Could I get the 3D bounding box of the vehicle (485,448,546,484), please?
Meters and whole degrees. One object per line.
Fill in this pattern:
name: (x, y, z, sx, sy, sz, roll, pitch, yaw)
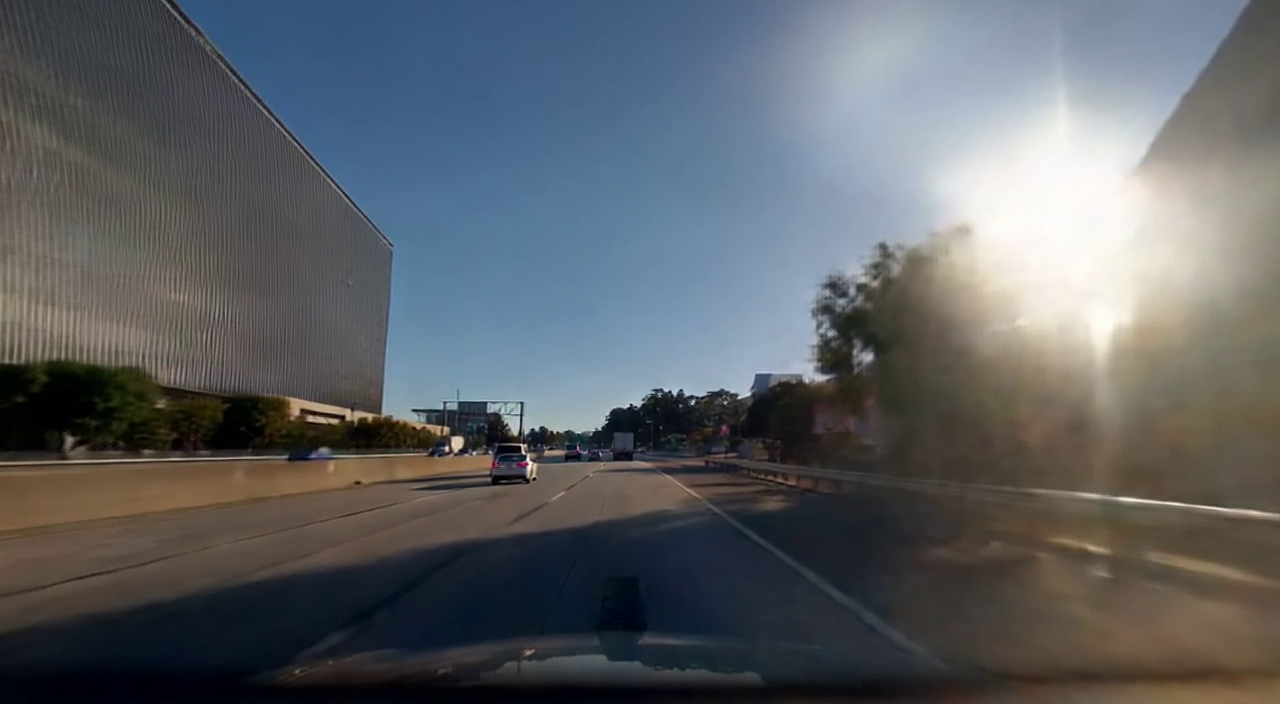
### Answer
vehicle: (-5.678, 5.234, 29.245, 1.943, 1.510, 4.201, 0, -9, 0)
